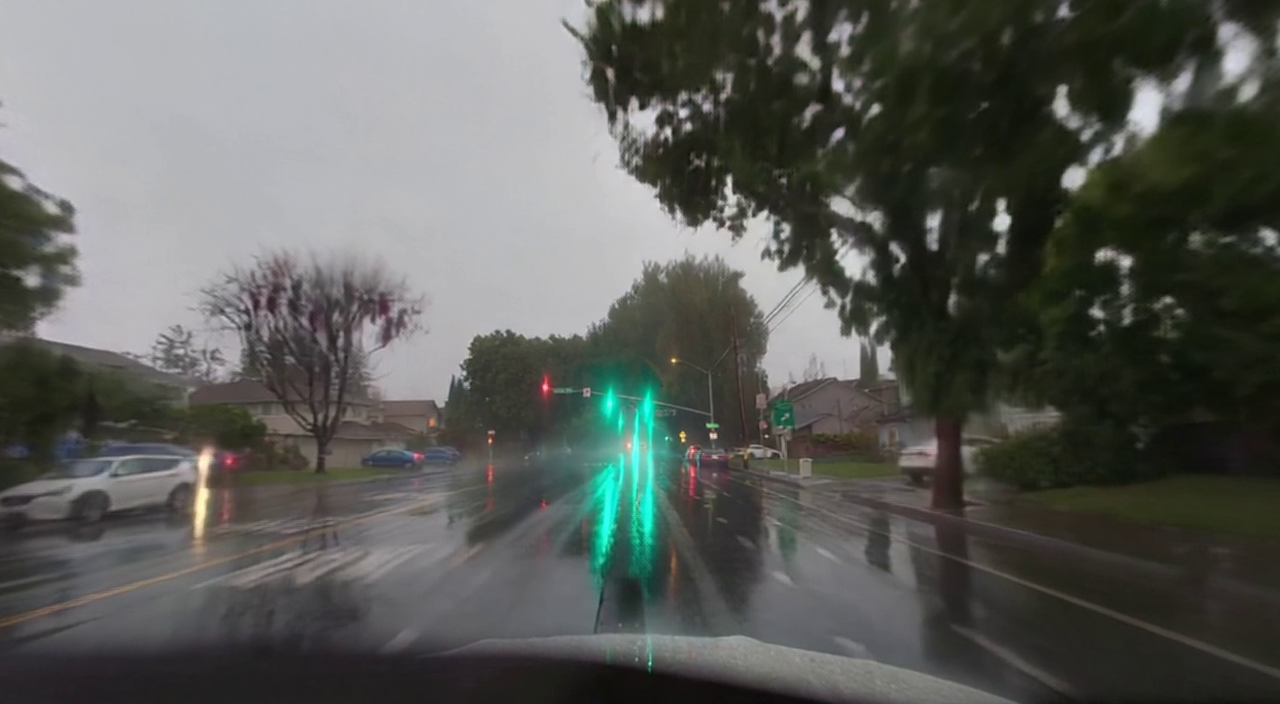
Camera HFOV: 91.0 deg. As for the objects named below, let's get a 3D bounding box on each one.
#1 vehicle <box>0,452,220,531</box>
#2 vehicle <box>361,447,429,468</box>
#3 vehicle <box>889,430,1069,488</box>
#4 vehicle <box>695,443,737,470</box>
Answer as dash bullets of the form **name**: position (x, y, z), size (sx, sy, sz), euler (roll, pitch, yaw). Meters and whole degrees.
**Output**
- **vehicle**: position (-12.107, 3.060, 14.334), size (1.888, 1.477, 4.629), euler (-1, -10, 0)
- **vehicle**: position (-18.329, 7.877, 47.189), size (4.355, 1.482, 1.794), euler (0, -9, 0)
- **vehicle**: position (11.353, 3.603, 21.371), size (4.880, 1.842, 2.069), euler (0, -9, -1)
- **vehicle**: position (5.169, 7.184, 43.328), size (2.164, 1.729, 4.488), euler (1, -9, -2)
